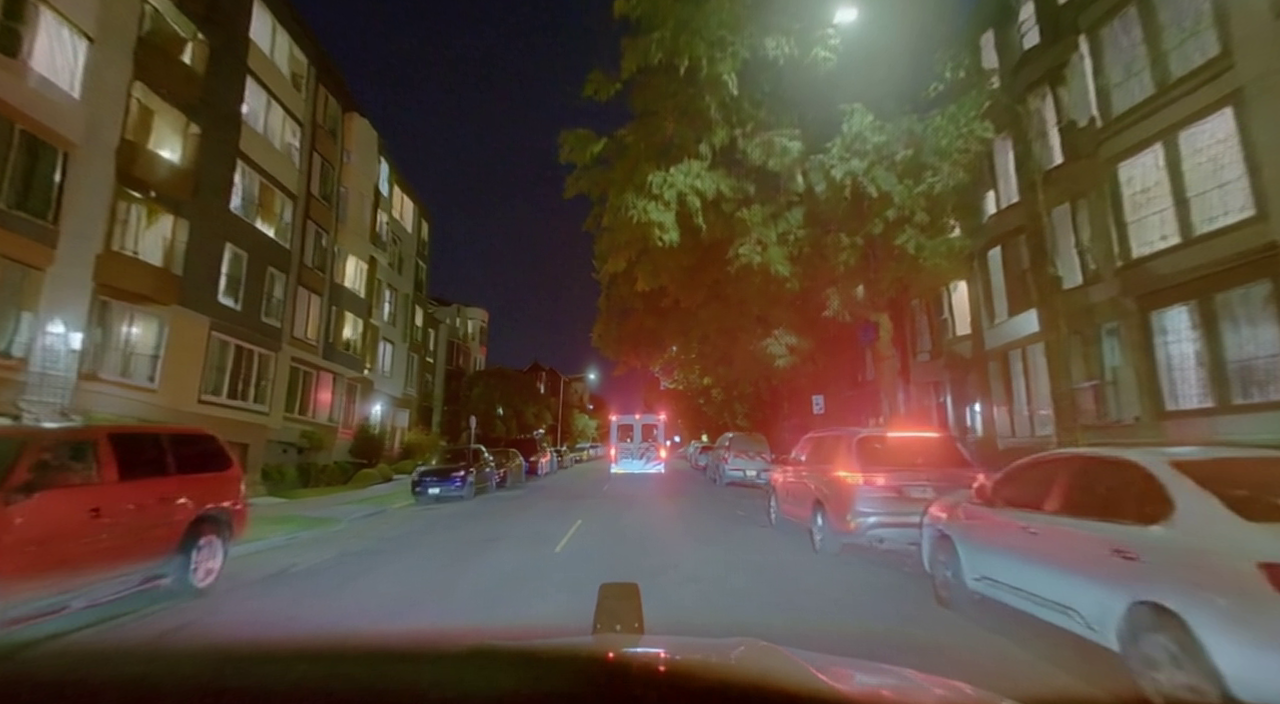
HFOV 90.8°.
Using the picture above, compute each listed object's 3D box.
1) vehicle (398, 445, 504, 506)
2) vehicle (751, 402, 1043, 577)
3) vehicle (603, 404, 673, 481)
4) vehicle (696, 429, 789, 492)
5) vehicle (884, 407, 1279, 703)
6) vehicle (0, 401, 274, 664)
[{"bbox_3d":[-5.625,3.689,19.435,1.967,1.492,4.781,-4,-8,-2],"label":"vehicle"},{"bbox_3d":[3.202,1.848,9.330,2.152,1.868,4.976,0,-9,0],"label":"vehicle"},{"bbox_3d":[-0.102,4.131,28.751,2.754,3.008,7.730,0,-9,0],"label":"vehicle"},{"bbox_3d":[3.324,3.687,21.849,2.232,1.860,5.593,0,-9,-1],"label":"vehicle"},{"bbox_3d":[3.350,1.210,4.019,1.876,1.491,4.507,0,-9,1],"label":"vehicle"},{"bbox_3d":[-5.305,1.392,5.300,1.923,1.755,4.316,-1,-9,-1],"label":"vehicle"}]
